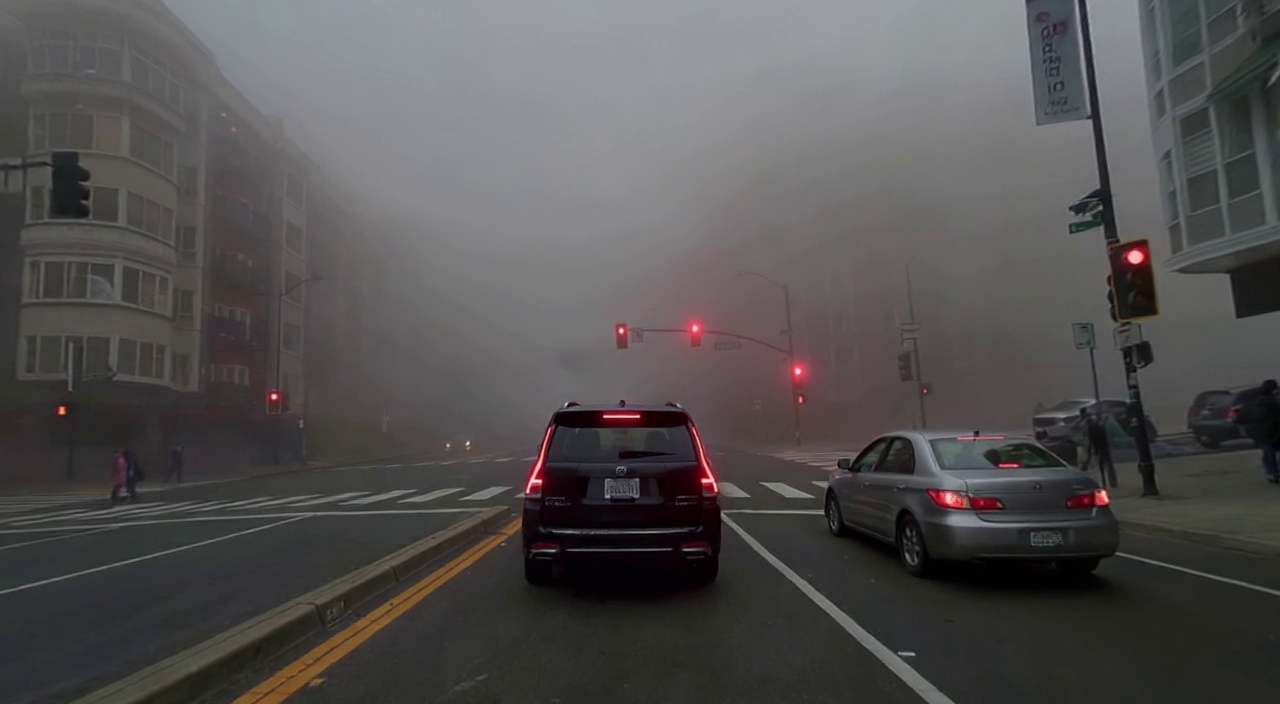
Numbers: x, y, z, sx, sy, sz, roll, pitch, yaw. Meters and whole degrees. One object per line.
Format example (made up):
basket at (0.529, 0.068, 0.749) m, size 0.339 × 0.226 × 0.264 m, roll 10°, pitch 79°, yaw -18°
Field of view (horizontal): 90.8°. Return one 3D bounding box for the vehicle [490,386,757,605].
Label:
vehicle at (-0.130, 1.478, 7.295) m, size 2.168 × 1.776 × 4.135 m, roll 0°, pitch -8°, yaw 0°

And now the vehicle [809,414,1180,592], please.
vehicle at (3.694, 1.650, 7.811) m, size 1.987 × 1.538 × 4.510 m, roll 0°, pitch -8°, yaw 0°

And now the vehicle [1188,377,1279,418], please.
vehicle at (26.590, 1.972, 27.174) m, size 4.287 × 1.639 × 1.729 m, roll 0°, pitch -8°, yaw 1°
